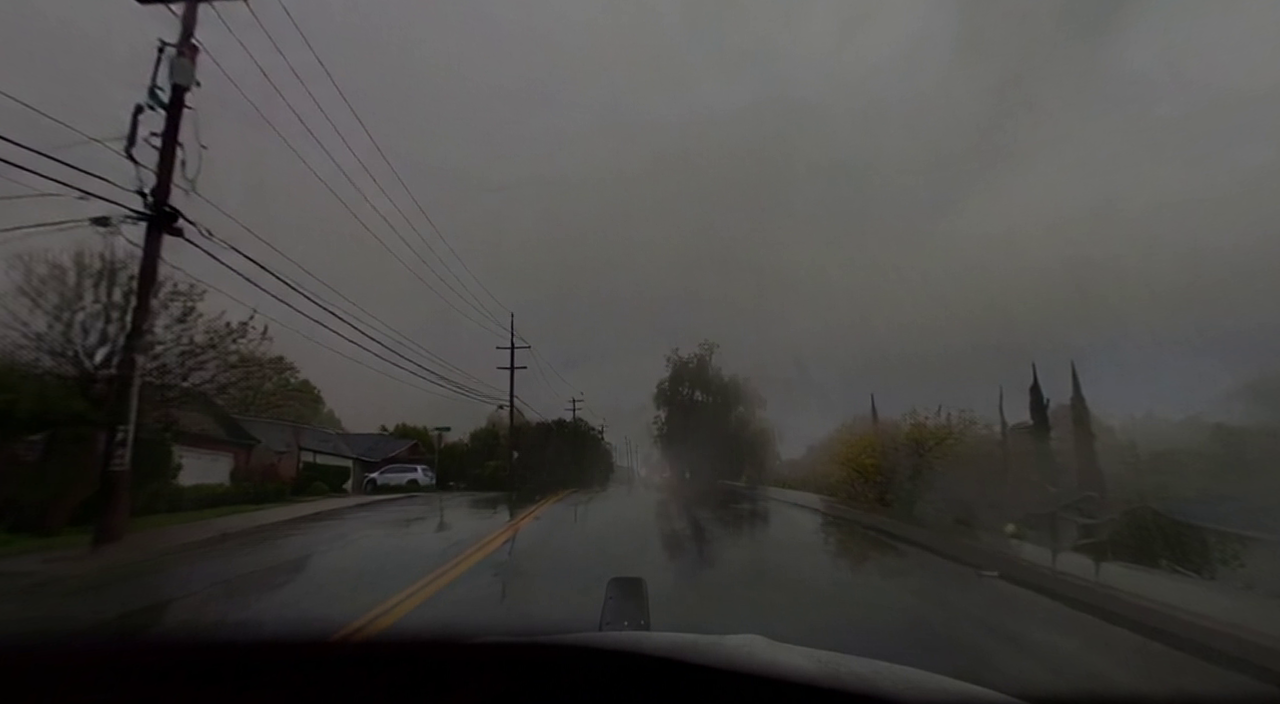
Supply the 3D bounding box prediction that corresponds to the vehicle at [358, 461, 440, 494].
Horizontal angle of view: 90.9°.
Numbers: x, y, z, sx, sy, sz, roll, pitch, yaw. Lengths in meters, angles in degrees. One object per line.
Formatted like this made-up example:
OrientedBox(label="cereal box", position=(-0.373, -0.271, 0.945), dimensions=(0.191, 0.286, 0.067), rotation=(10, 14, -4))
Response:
OrientedBox(label="vehicle", position=(-16.627, 8.718, 43.992), dimensions=(2.301, 2.081, 6.706), rotation=(-3, -11, 8))
